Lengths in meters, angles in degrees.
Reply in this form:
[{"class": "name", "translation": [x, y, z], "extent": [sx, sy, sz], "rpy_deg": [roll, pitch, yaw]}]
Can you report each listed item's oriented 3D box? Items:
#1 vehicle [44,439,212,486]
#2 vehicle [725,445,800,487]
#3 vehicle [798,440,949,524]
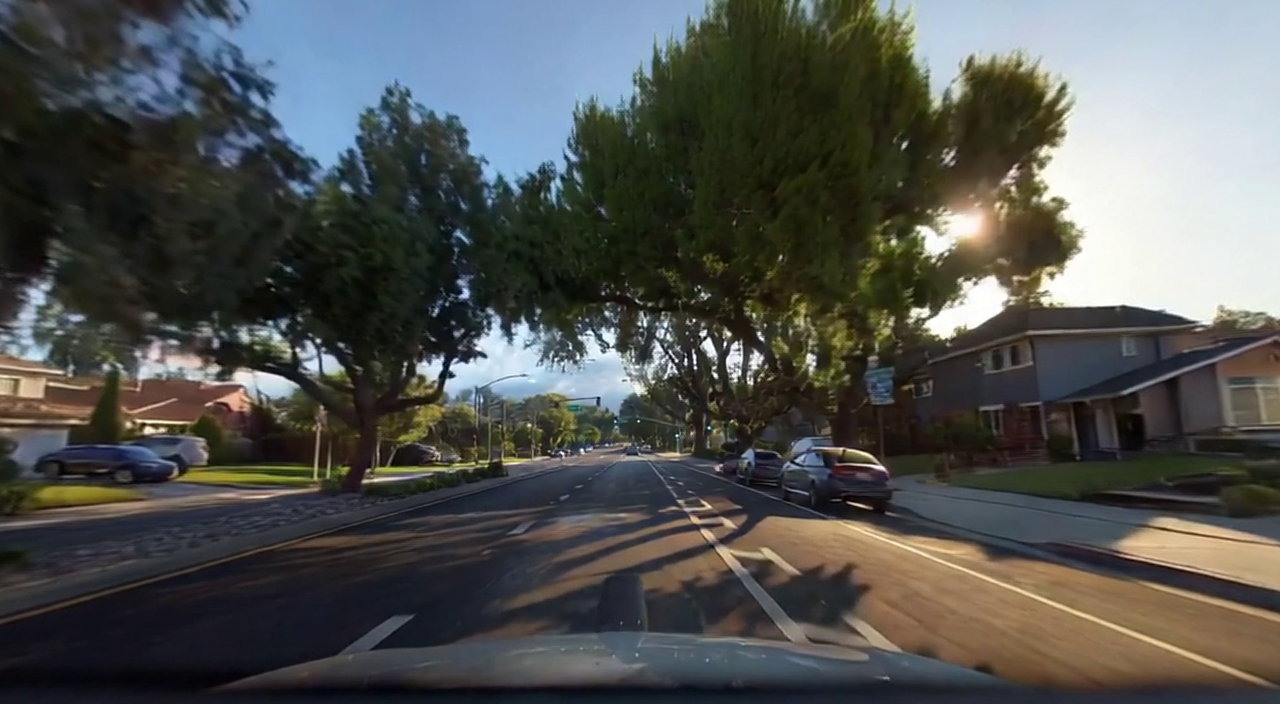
[{"class": "vehicle", "translation": [-20.960, 4.530, 26.049], "extent": [4.931, 1.801, 2.142], "rpy_deg": [0, -8, -1]}, {"class": "vehicle", "translation": [4.706, 4.431, 24.992], "extent": [2.065, 1.463, 4.814], "rpy_deg": [0, -8, 1]}, {"class": "vehicle", "translation": [4.791, 2.677, 13.530], "extent": [1.875, 1.540, 3.402], "rpy_deg": [0, -8, -1]}]
